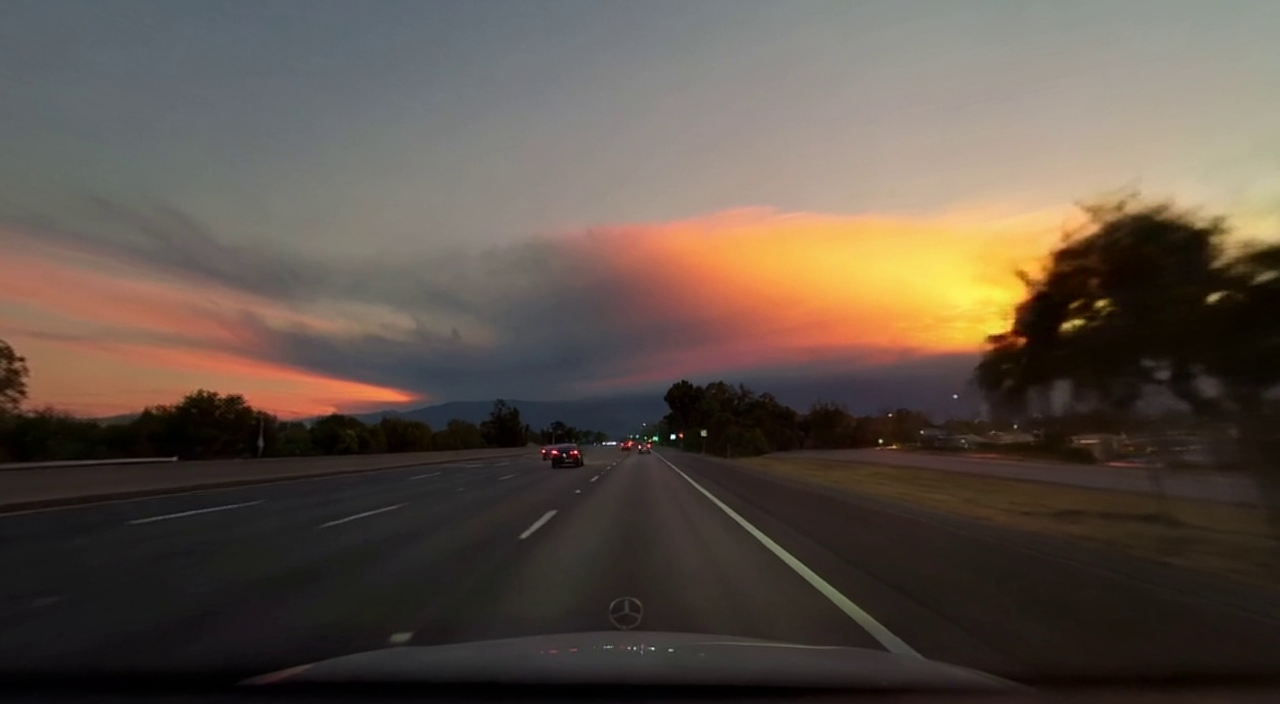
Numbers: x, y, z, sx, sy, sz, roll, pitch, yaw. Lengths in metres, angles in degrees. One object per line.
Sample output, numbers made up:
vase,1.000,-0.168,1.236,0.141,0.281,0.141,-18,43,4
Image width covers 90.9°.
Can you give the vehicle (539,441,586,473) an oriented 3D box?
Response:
vehicle,-3.790,5.197,31.569,1.786,1.488,4.023,0,-8,1
